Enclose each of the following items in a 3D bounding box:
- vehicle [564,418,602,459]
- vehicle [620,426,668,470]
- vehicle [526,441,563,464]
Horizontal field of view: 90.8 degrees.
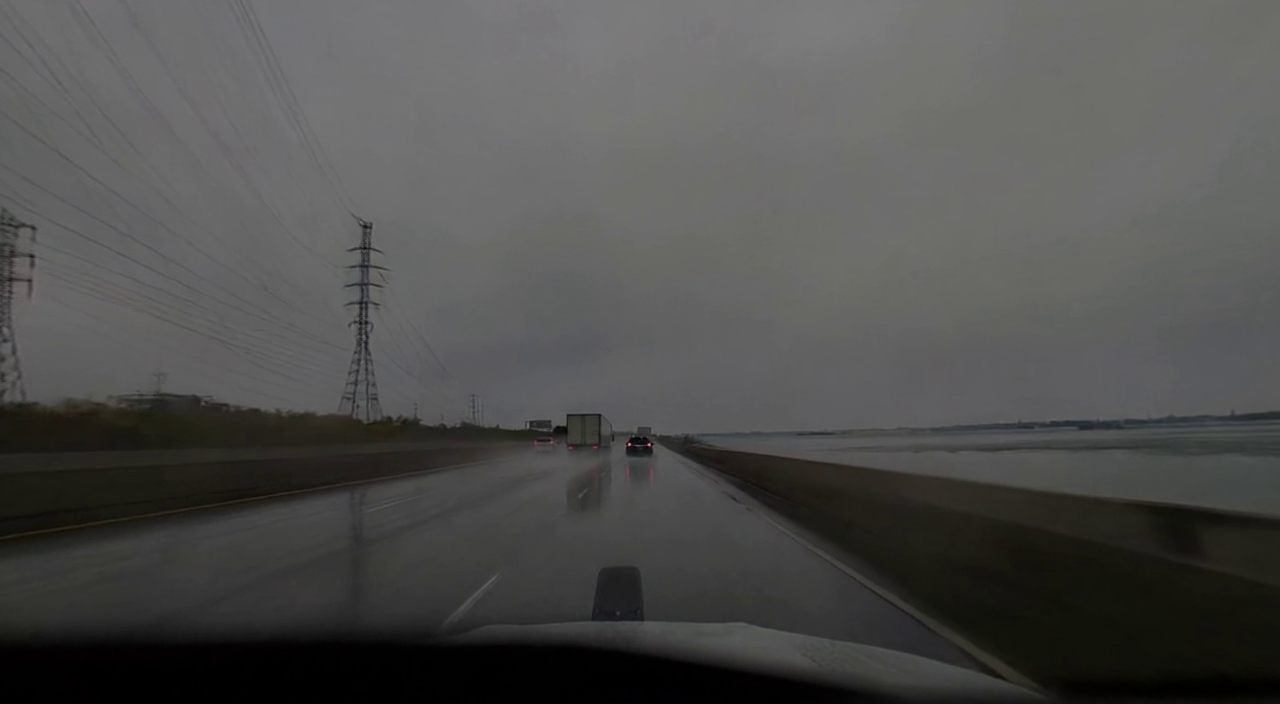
[{"bbox_3d":[-3.666,5.625,40.989,2.178,2.522,2.054,0,-8,1],"label":"vehicle"},{"bbox_3d":[0.216,5.064,33.457,2.358,2.144,4.713,0,-8,1],"label":"vehicle"},{"bbox_3d":[-6.948,7.370,46.496,2.004,1.545,4.513,0,-8,0],"label":"vehicle"}]
